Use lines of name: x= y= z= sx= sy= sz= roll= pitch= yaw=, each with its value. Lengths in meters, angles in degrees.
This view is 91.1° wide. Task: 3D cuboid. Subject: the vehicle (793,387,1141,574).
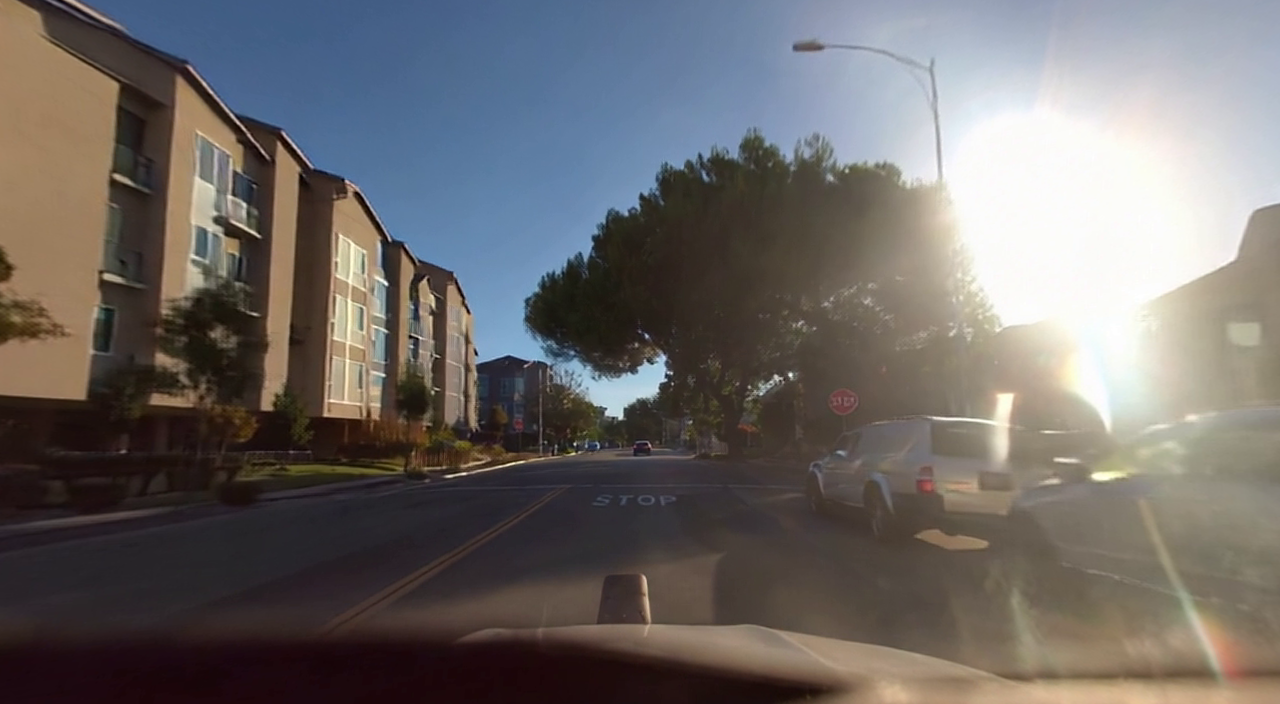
vehicle: x=4.213 y=1.802 z=9.679 sx=2.226 sy=1.986 sz=5.786 roll=0 pitch=-8 yaw=0

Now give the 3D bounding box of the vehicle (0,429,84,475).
vehicle: x=-26.759 y=4.206 z=26.346 sx=2.112 sy=1.834 sz=5.051 roll=-3 pitch=-7 yaw=2

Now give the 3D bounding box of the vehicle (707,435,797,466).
vehicle: x=6.580 y=5.769 z=36.815 sx=4.791 sy=1.733 sz=2.139 roll=-4 pitch=-9 yaw=24

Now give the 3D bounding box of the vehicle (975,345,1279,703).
vehicle: x=4.215 y=0.973 z=3.640 sx=2.041 sy=1.838 sz=4.524 roll=0 pitch=-9 yaw=0
